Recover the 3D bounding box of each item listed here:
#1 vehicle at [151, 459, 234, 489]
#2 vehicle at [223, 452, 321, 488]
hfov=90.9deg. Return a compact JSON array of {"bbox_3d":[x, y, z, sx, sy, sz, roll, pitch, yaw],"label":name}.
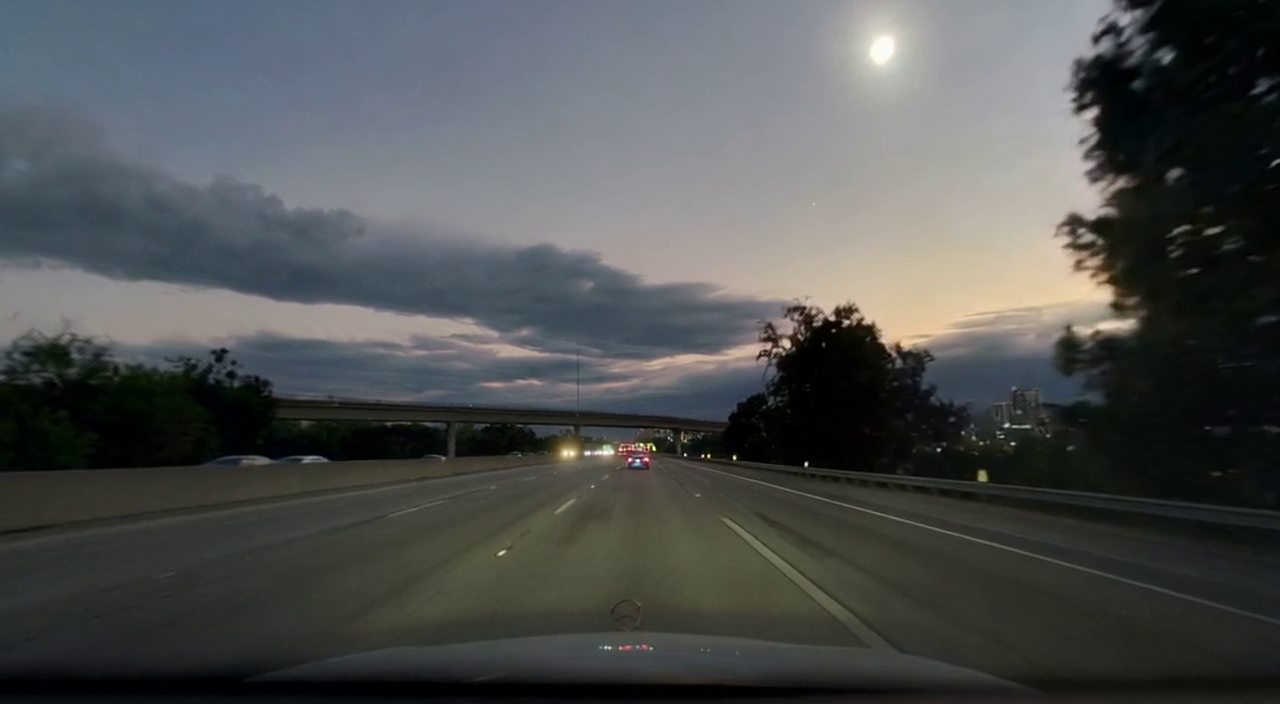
[{"bbox_3d":[-23.906,6.514,33.834,1.822,1.424,3.572,0,-9,0],"label":"vehicle"},{"bbox_3d":[-15.821,5.073,27.353,1.801,1.433,4.040,0,-9,0],"label":"vehicle"}]
